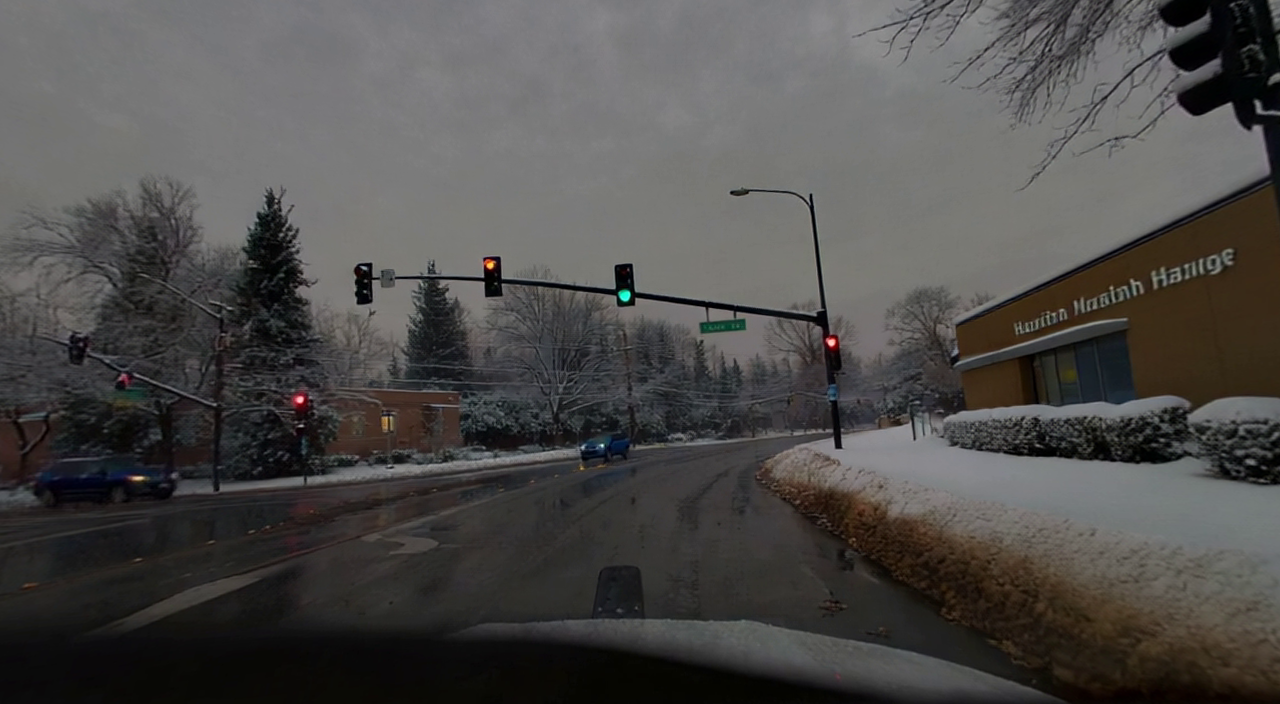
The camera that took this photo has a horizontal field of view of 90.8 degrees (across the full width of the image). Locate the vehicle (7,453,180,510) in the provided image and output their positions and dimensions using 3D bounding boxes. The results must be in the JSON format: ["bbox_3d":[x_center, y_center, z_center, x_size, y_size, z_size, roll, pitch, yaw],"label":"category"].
[{"bbox_3d":[-18.638,4.362,21.613,4.715,1.745,2.026,-3,-9,15],"label":"vehicle"}]

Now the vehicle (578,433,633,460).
[{"bbox_3d":[-2.333,6.592,44.083,2.244,1.792,4.648,-3,-9,19],"label":"vehicle"}]
